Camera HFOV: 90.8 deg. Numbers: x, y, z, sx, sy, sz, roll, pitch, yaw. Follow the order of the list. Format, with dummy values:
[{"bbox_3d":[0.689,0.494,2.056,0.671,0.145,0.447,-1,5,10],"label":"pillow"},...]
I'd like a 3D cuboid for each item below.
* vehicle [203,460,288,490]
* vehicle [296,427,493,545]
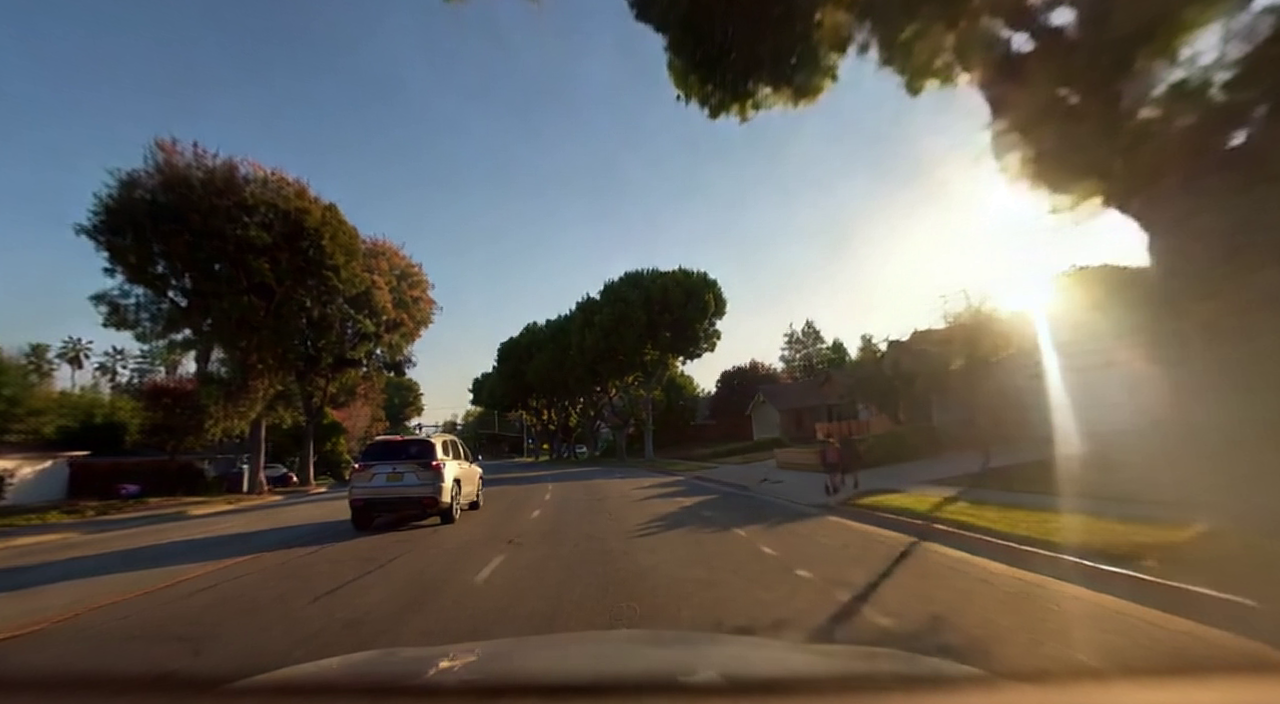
[{"bbox_3d":[-28.829,8.976,46.275,4.809,1.471,2.012,-5,-7,-14],"label":"vehicle"},{"bbox_3d":[-4.327,2.418,12.094,2.175,1.772,4.442,0,-9,-3],"label":"vehicle"}]
